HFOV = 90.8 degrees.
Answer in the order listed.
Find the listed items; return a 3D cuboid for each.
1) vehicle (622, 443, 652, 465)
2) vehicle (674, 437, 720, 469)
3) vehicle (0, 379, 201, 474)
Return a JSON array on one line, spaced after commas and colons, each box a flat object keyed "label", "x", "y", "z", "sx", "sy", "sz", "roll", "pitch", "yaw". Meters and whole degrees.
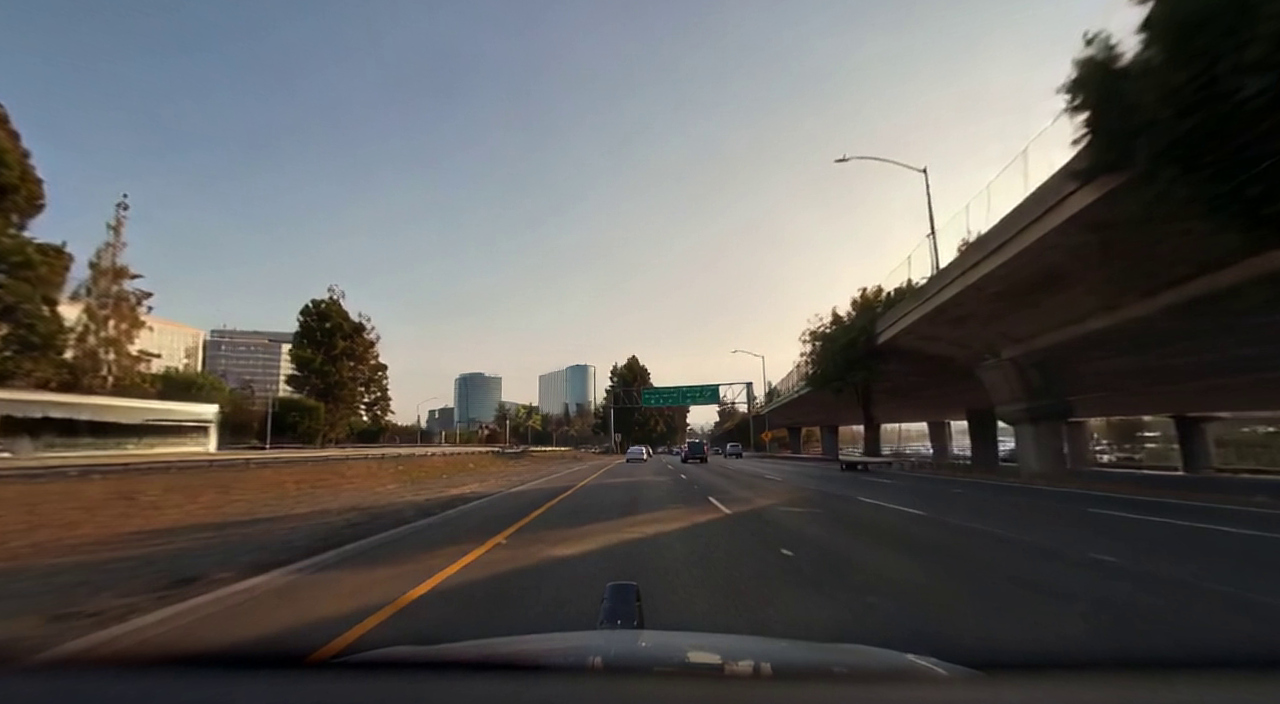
[{"label": "vehicle", "x": -0.161, "y": 7.391, "z": 45.795, "sx": 2.046, "sy": 1.475, "sz": 3.784, "roll": -1, "pitch": -9, "yaw": 1}, {"label": "vehicle", "x": 3.367, "y": 6.115, "z": 38.237, "sx": 2.226, "sy": 1.779, "sz": 4.835, "roll": 0, "pitch": -9, "yaw": -1}, {"label": "vehicle", "x": -27.182, "y": 3.802, "z": 30.501, "sx": 2.798, "sy": 3.790, "sz": 12.764, "roll": 0, "pitch": -9, "yaw": 0}]
